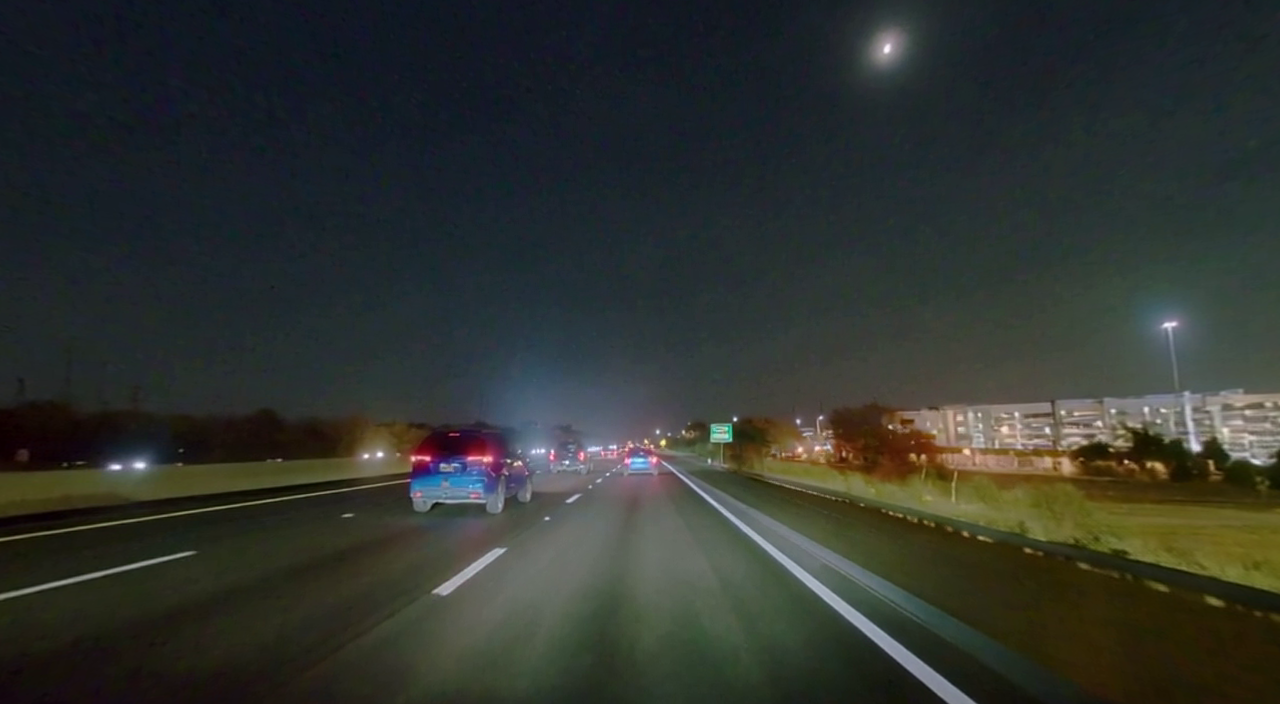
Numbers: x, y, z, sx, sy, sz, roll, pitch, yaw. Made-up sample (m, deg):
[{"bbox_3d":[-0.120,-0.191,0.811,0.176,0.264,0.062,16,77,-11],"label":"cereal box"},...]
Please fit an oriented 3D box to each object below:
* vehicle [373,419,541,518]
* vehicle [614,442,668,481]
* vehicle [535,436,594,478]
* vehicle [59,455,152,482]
[{"bbox_3d":[-3.916,2.621,14.755,2.198,1.848,5.346,-1,-8,1],"label":"vehicle"},{"bbox_3d":[0.000,4.474,26.026,2.047,1.473,3.978,0,-8,-1],"label":"vehicle"},{"bbox_3d":[-3.451,4.917,29.730,2.133,1.789,4.518,-1,-8,1],"label":"vehicle"},{"bbox_3d":[-35.234,7.663,41.751,1.947,1.634,4.710,0,-8,0],"label":"vehicle"}]
